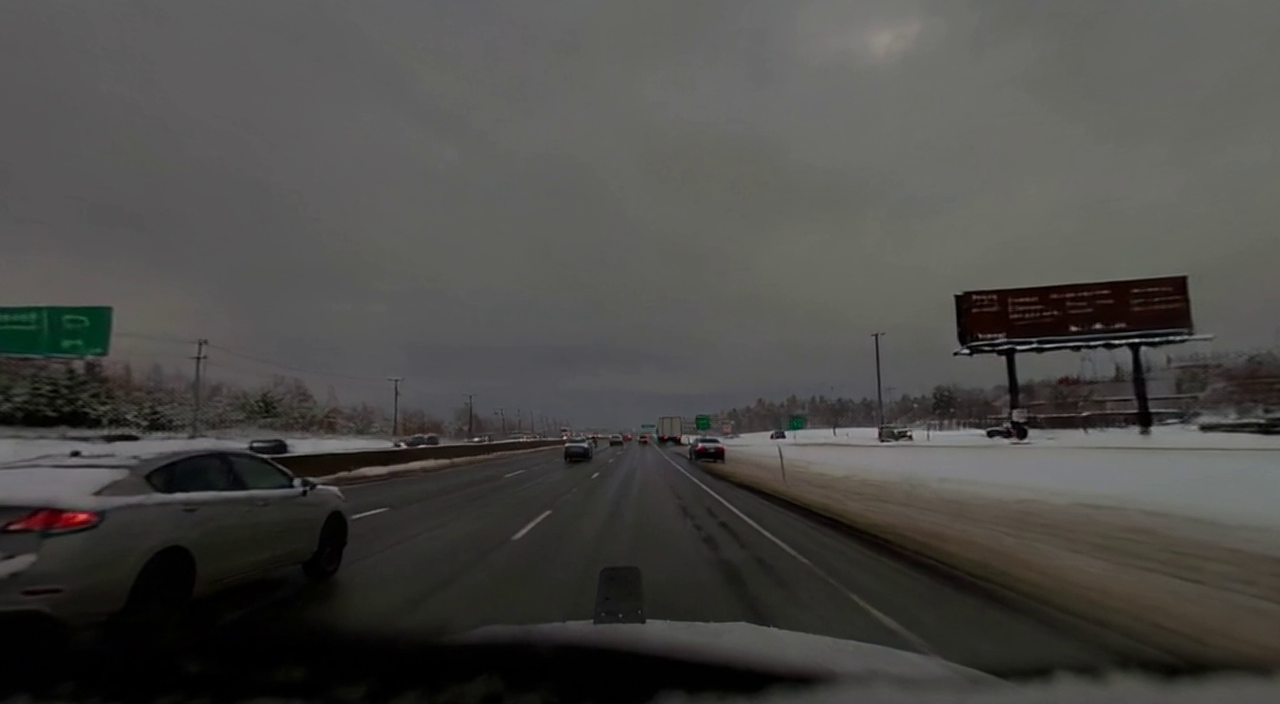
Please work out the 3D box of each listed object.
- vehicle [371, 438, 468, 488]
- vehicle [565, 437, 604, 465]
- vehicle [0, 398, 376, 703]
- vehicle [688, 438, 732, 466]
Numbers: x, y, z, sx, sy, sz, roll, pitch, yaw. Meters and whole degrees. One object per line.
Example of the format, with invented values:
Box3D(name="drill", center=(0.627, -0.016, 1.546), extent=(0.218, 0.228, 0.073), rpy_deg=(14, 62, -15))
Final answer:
Box3D(name="vehicle", center=(-7.248, 3.687, 21.125), extent=(1.865, 1.518, 3.620), rpy_deg=(0, -9, 1))
Box3D(name="vehicle", center=(-3.334, 6.042, 38.566), extent=(2.001, 1.577, 4.055), rpy_deg=(0, -9, 1))
Box3D(name="vehicle", center=(-3.780, 1.198, 4.315), extent=(2.008, 1.504, 4.264), rpy_deg=(0, -9, 1))
Box3D(name="vehicle", center=(4.143, 6.008, 37.958), extent=(2.135, 1.532, 4.506), rpy_deg=(1, -9, 0))
